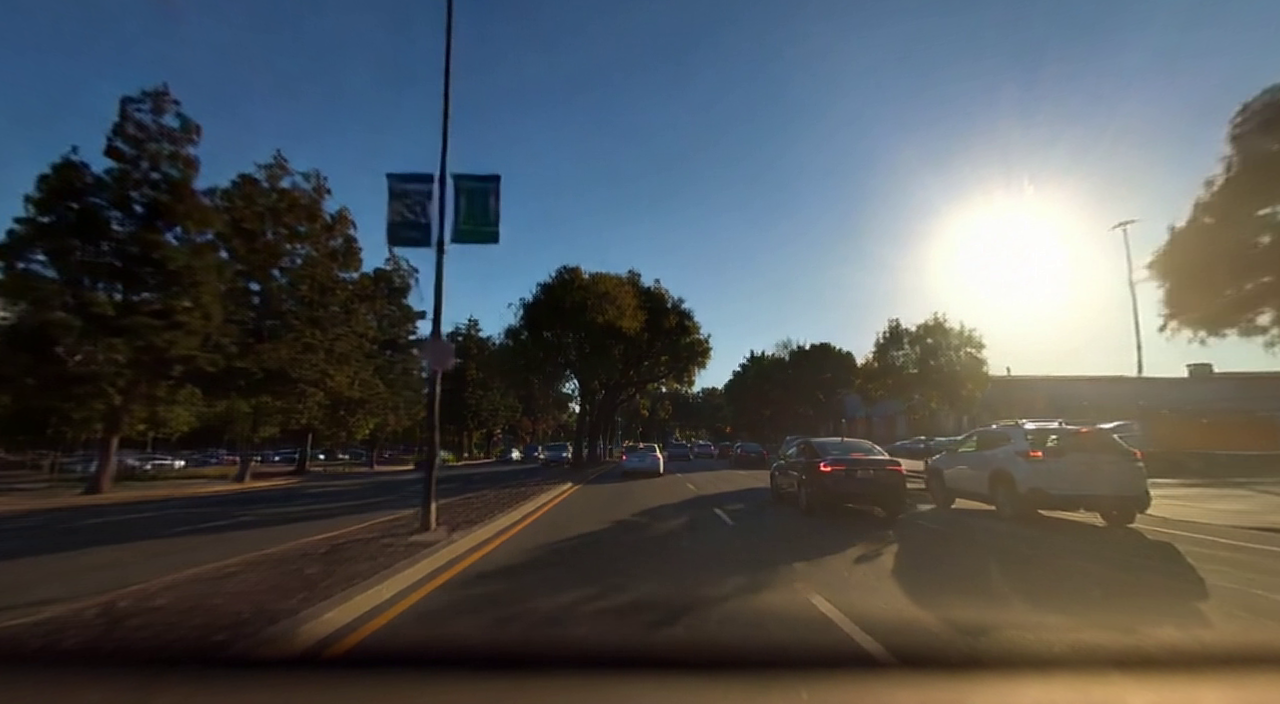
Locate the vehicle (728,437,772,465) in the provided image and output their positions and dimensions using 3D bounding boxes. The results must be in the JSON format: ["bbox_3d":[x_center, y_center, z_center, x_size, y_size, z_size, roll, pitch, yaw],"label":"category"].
[{"bbox_3d":[7.320,6.616,42.394,2.068,1.779,4.567,0,-9,-1],"label":"vehicle"}]

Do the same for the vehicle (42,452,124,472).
[{"bbox_3d":[-42.126,8.324,47.835,4.400,1.439,1.857,0,-9,0],"label":"vehicle"}]

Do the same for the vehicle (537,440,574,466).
[{"bbox_3d":[-5.577,6.722,42.171,1.887,1.582,3.915,0,-8,1],"label":"vehicle"}]

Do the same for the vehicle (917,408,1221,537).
[{"bbox_3d":[7.098,2.050,11.293,2.134,1.810,4.590,0,-8,-1],"label":"vehicle"}]

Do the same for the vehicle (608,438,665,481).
[{"bbox_3d":[-0.116,4.017,23.914,1.994,1.479,3.647,0,-8,0],"label":"vehicle"}]

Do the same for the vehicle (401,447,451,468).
[{"bbox_3d":[-16.337,8.081,48.485,1.982,1.481,4.706,0,-9,2],"label":"vehicle"}]

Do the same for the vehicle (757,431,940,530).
[{"bbox_3d":[3.529,2.242,11.639,1.858,1.466,4.230,0,-9,-1],"label":"vehicle"}]
